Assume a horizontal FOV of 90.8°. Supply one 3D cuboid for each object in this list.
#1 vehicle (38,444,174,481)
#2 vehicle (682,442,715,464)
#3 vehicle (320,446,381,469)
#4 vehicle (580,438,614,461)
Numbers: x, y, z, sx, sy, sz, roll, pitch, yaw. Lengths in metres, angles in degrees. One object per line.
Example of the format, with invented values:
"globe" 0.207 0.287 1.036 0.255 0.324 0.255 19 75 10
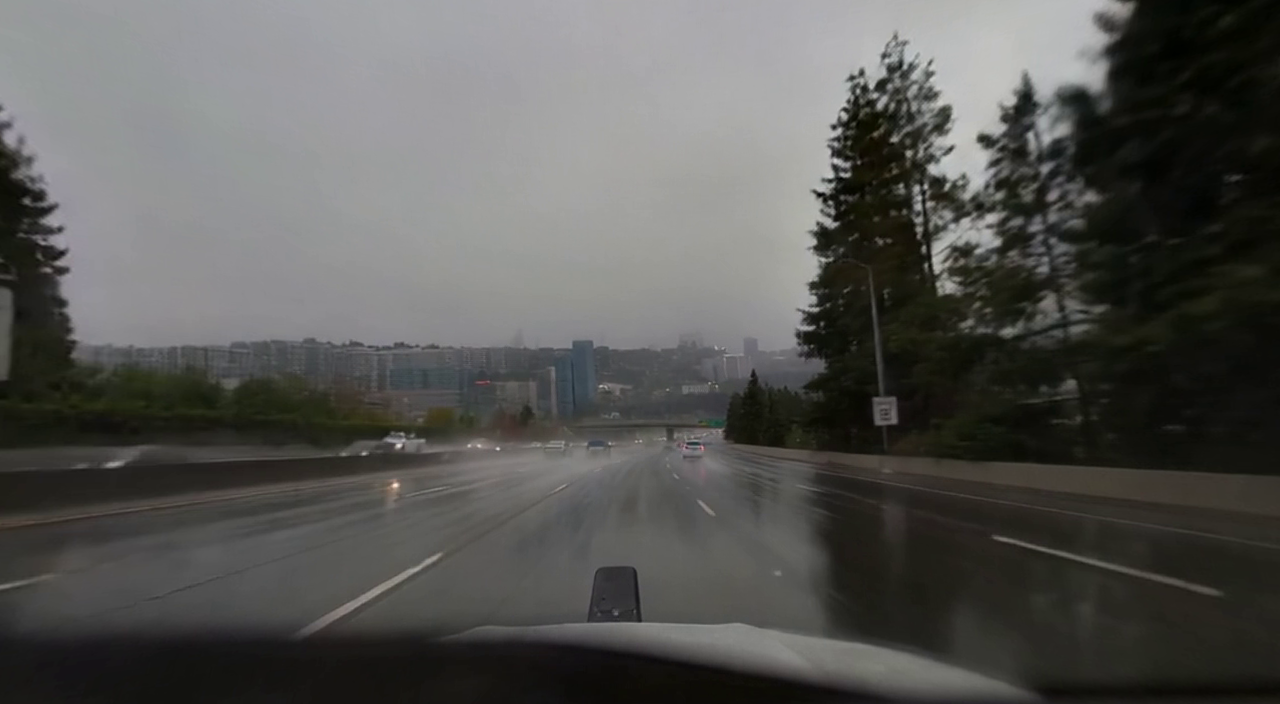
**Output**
"vehicle" -23.606 4.887 28.223 1.893 1.489 4.706 0 -8 1
"vehicle" 3.987 7.011 43.949 1.967 1.475 4.080 0 -8 1
"vehicle" -19.289 7.038 42.325 1.834 1.450 4.462 0 -8 2
"vehicle" -3.291 7.563 49.016 2.179 1.693 4.204 0 -8 2
